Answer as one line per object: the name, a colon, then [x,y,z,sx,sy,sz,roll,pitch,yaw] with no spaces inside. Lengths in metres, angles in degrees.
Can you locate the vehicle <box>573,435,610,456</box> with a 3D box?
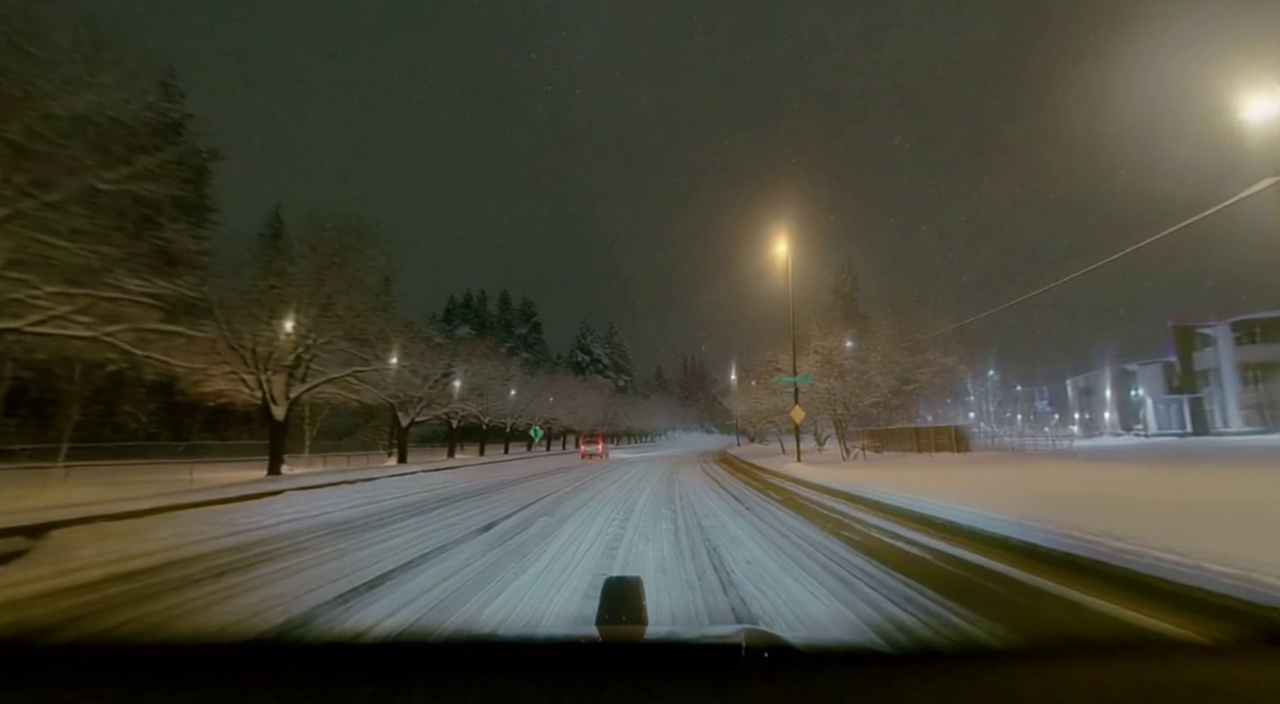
vehicle: [-3.570,6.970,47.051,1.945,1.461,4.605,-1,-8,6]
